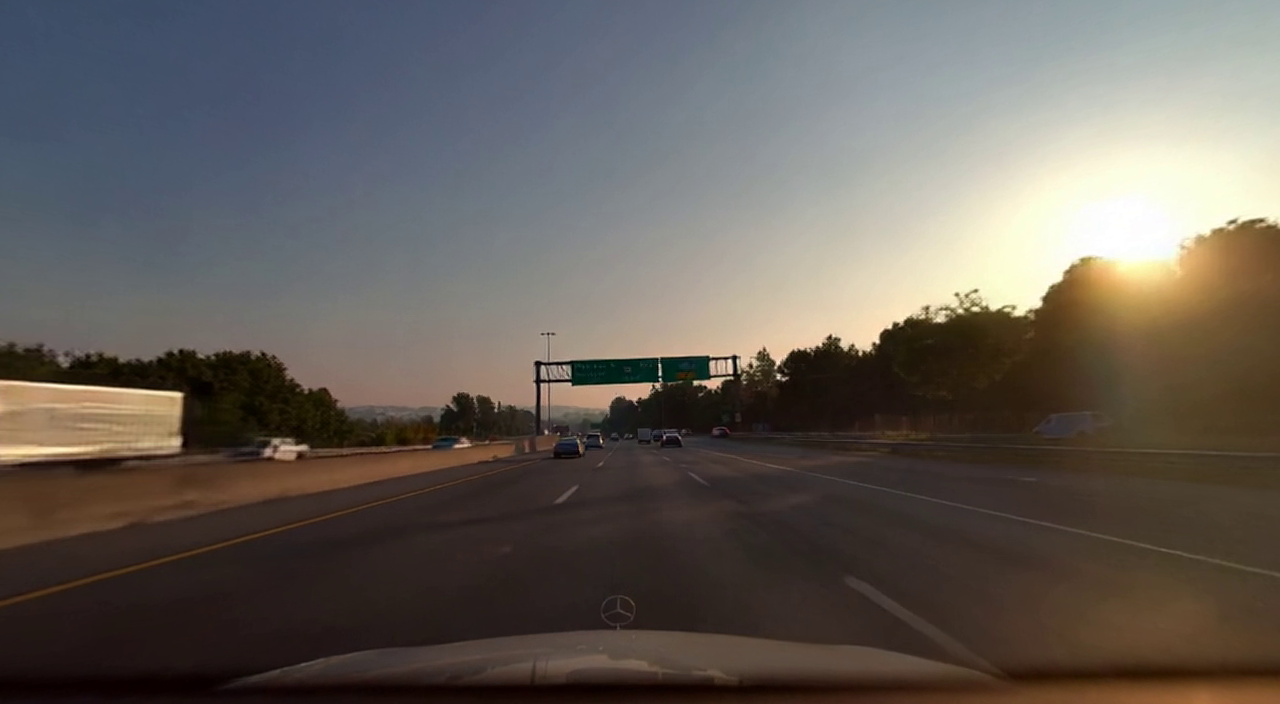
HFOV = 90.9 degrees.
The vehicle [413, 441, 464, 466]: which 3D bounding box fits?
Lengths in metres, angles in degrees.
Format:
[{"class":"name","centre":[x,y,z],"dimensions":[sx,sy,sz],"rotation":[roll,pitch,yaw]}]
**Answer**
[{"class":"vehicle","centre":[-12.487,6.305,39.403],"dimensions":[1.816,1.452,4.204],"rotation":[0,-8,0]}]

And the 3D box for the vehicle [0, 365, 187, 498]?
[{"class":"vehicle","centre":[-20.243,2.788,21.412],"dimensions":[2.950,3.849,9.280],"rotation":[-2,-8,-1]}]

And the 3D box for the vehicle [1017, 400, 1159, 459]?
[{"class":"vehicle","centre":[21.041,3.750,30.096],"dimensions":[2.232,2.540,6.015],"rotation":[0,-8,-1]}]

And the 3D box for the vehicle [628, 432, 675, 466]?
[{"class":"vehicle","centre":[0.494,4.732,31.000],"dimensions":[2.086,1.554,3.875],"rotation":[0,-8,-2]}]

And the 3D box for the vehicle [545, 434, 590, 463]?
[{"class":"vehicle","centre":[-3.952,5.357,35.086],"dimensions":[2.014,1.471,4.380],"rotation":[0,-8,-1]}]
